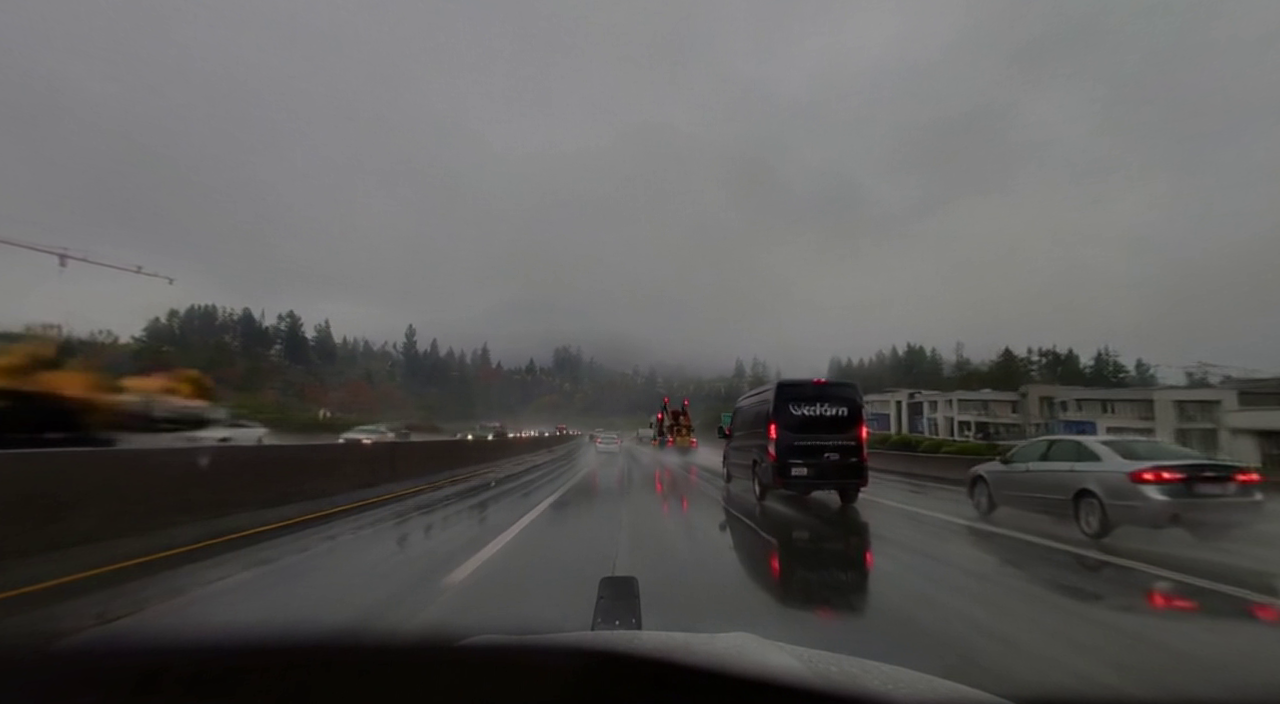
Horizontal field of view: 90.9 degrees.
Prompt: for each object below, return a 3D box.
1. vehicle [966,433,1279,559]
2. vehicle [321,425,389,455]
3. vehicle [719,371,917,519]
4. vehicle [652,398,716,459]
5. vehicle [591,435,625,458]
[{"bbox_3d":[7.380,2.055,9.925,1.925,1.490,4.631,0,-8,-1],"label":"vehicle"},{"bbox_3d":[-15.458,4.785,34.398,1.855,1.532,3.997,0,-8,-1],"label":"vehicle"},{"bbox_3d":[3.394,1.974,13.709,2.386,2.509,5.880,0,-8,-2],"label":"vehicle"},{"bbox_3d":[2.808,5.441,44.062,2.912,3.738,10.123,1,-8,-5],"label":"vehicle"},{"bbox_3d":[-2.167,6.500,43.650,2.217,1.502,4.222,0,-8,-2],"label":"vehicle"}]
